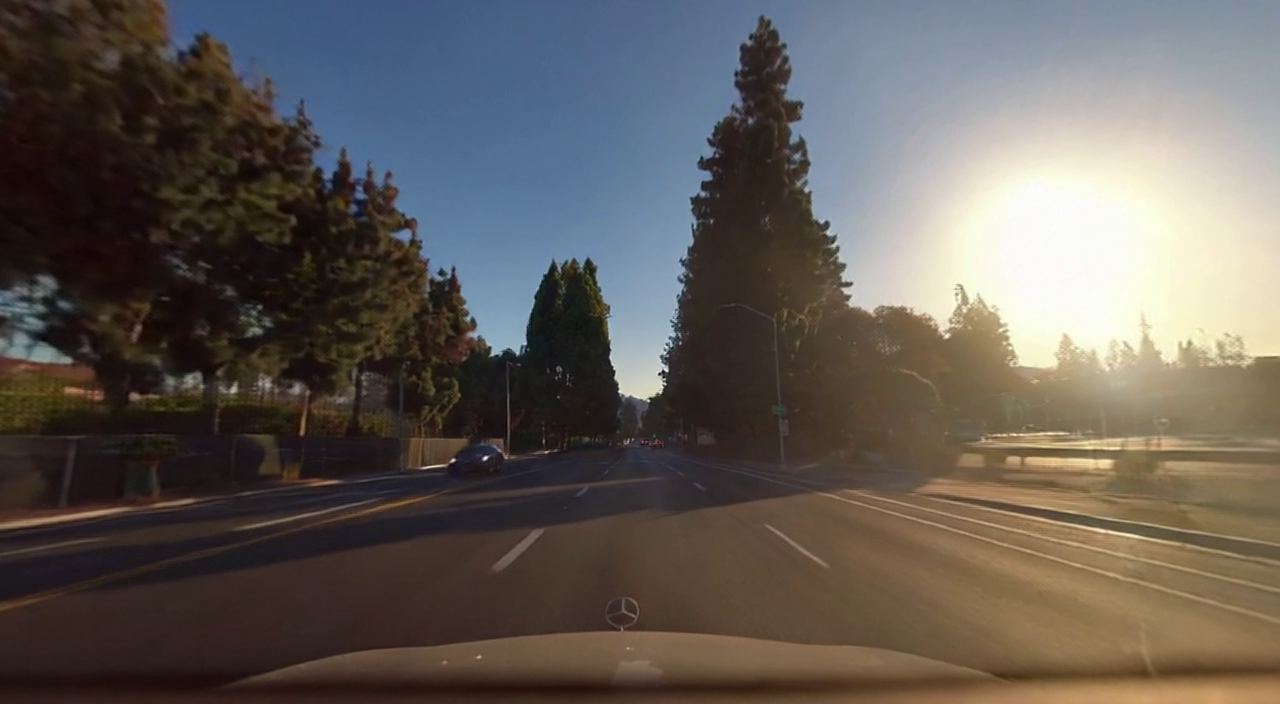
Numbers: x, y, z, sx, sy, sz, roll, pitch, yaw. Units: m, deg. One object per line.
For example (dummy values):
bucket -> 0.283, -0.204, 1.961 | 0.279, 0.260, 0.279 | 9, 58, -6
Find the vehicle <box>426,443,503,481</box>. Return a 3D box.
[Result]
vehicle -> -7.543, 4.762, 27.655 | 2.055, 1.478, 4.842 | 0, -8, -1
